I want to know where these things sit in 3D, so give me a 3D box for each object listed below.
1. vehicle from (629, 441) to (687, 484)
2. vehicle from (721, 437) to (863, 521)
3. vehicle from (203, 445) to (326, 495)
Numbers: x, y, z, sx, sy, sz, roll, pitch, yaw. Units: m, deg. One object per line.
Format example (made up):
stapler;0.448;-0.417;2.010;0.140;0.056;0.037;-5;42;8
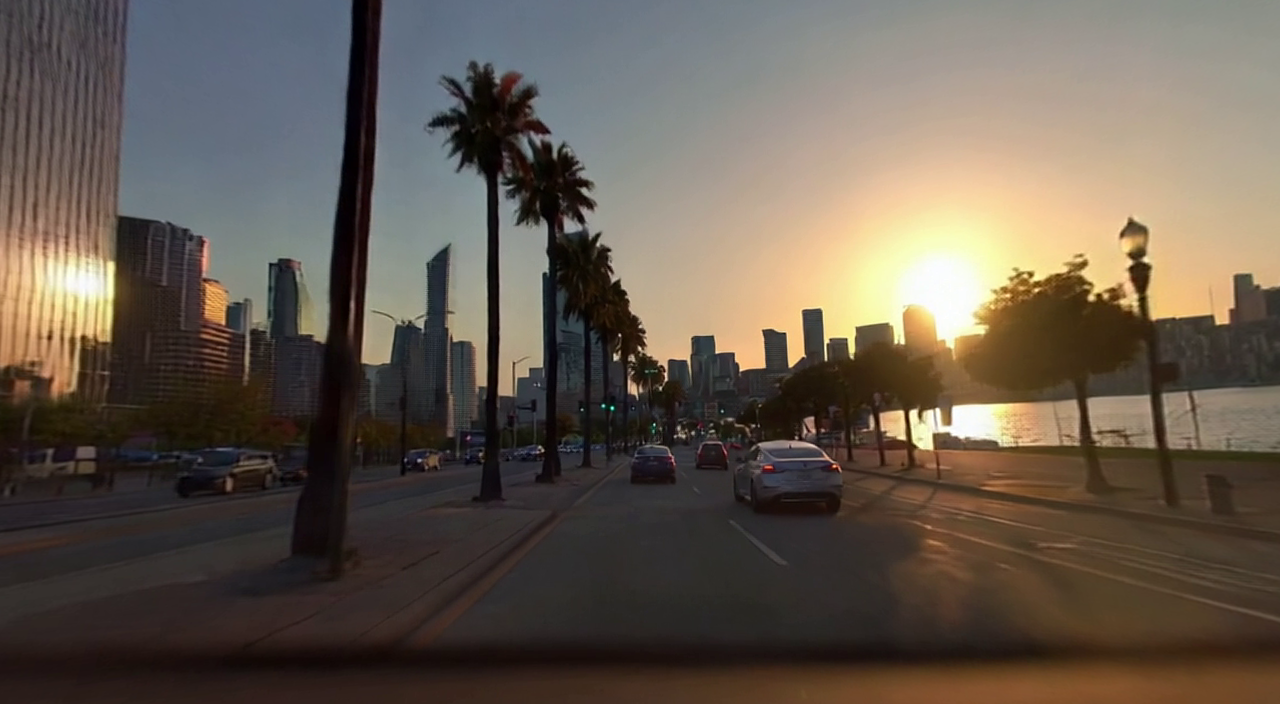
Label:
vehicle;0.759;4.211;24.326;2.077;1.518;3.760;-1;-9;4
vehicle;3.069;2.677;13.916;2.051;1.509;4.933;0;-9;2
vehicle;-15.567;4.884;26.510;2.048;1.830;5.136;-1;-9;-1
